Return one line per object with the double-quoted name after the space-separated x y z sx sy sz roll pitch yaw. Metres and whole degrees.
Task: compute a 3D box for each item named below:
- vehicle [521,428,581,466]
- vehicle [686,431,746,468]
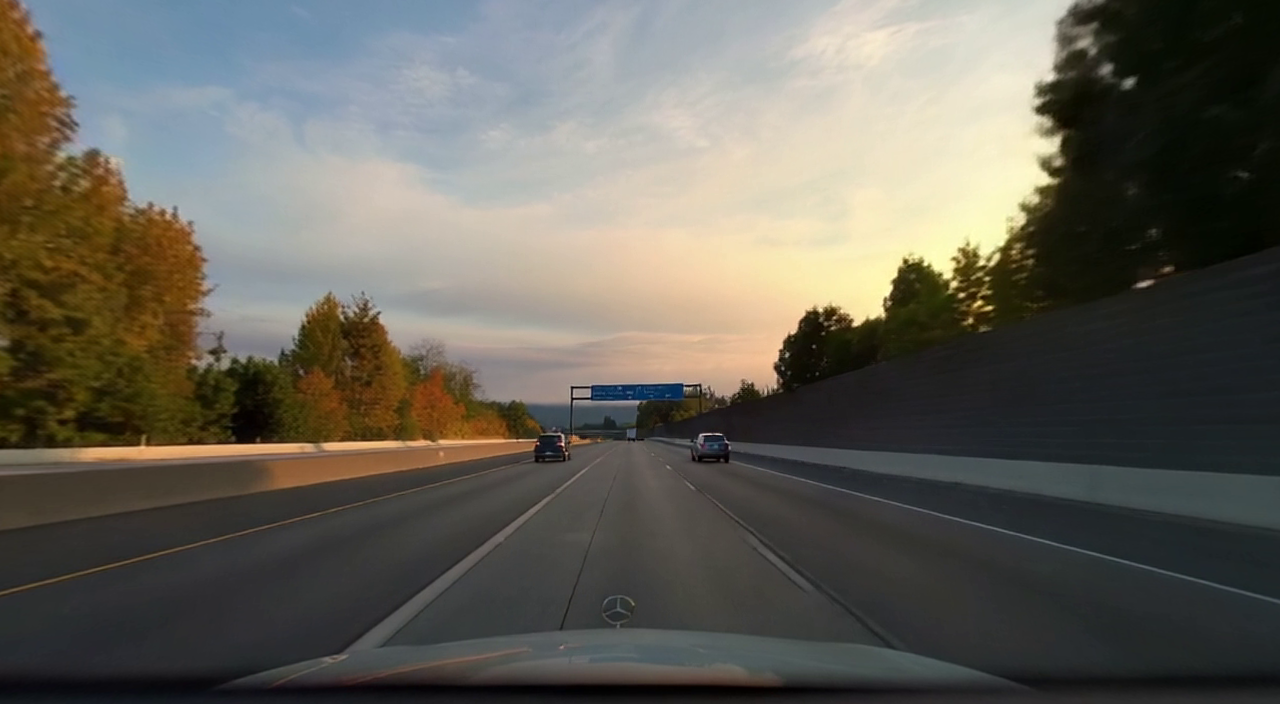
-4.122 4.482 29.809 2.219 1.660 4.153 0 -8 0 "vehicle"
3.427 4.466 29.083 2.077 1.523 4.539 0 -8 -2 "vehicle"
